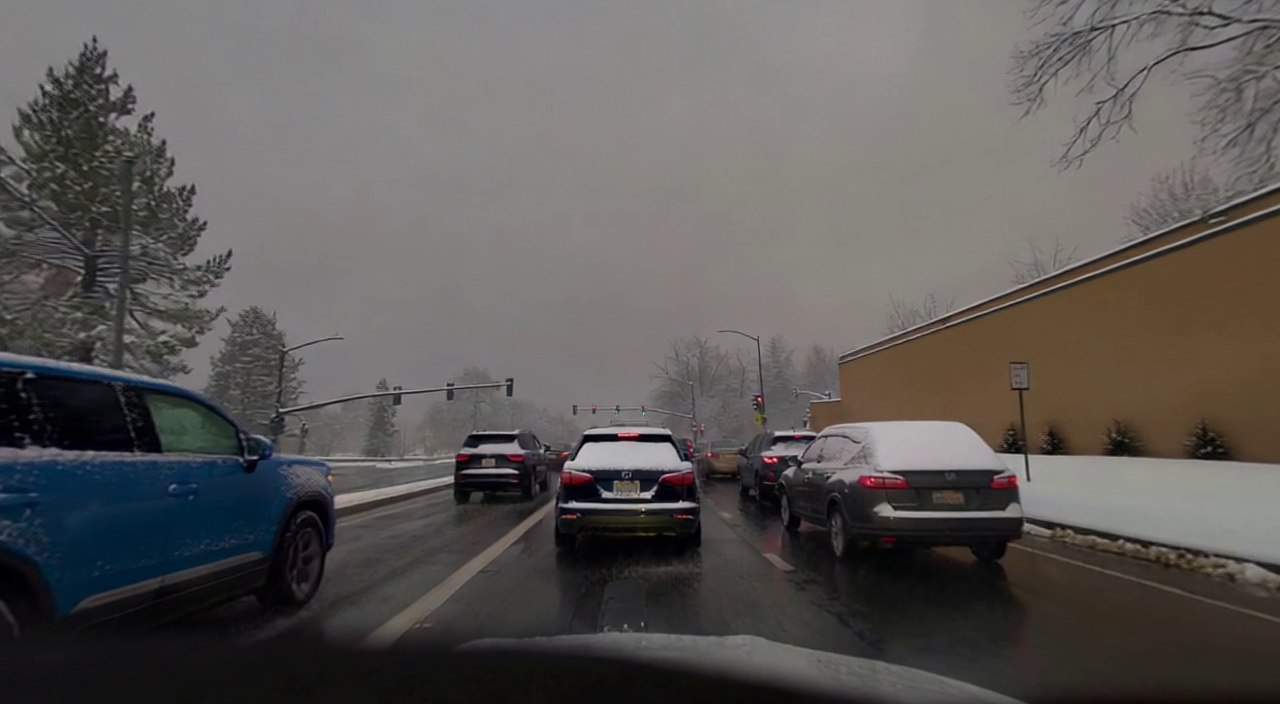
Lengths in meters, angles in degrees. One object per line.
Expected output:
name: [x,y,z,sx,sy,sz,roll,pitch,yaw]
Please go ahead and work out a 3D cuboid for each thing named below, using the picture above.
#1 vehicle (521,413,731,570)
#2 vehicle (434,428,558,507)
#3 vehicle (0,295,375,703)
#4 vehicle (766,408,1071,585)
vehicle: [-0.120,1.793,8.814,2.245,1.677,3.913,0,-8,1]
vehicle: [-3.546,2.952,16.574,2.067,1.759,4.631,0,-8,1]
vehicle: [-3.537,0.912,3.605,2.070,1.913,4.450,0,-8,0]
vehicle: [3.142,1.713,8.327,2.029,1.702,4.281,0,-8,0]
